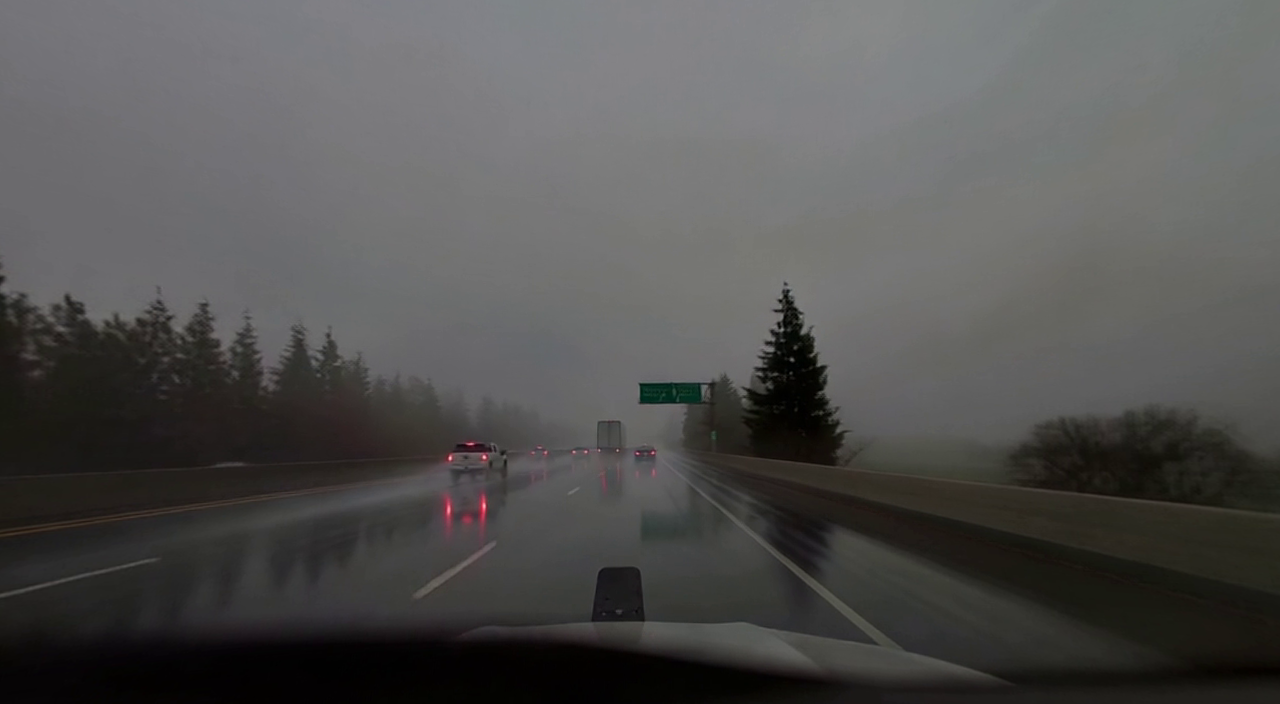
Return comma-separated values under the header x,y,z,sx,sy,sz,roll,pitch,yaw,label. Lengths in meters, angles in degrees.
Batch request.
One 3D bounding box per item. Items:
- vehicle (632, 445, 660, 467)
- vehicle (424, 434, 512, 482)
x,y,z,sx,sy,sz,roll,pitch,yaw,label
0.463,7.426,45.170,1.931,1.528,4.126,0,-9,1,vehicle
-7.150,4.472,26.875,2.115,1.778,5.572,0,-9,1,vehicle
